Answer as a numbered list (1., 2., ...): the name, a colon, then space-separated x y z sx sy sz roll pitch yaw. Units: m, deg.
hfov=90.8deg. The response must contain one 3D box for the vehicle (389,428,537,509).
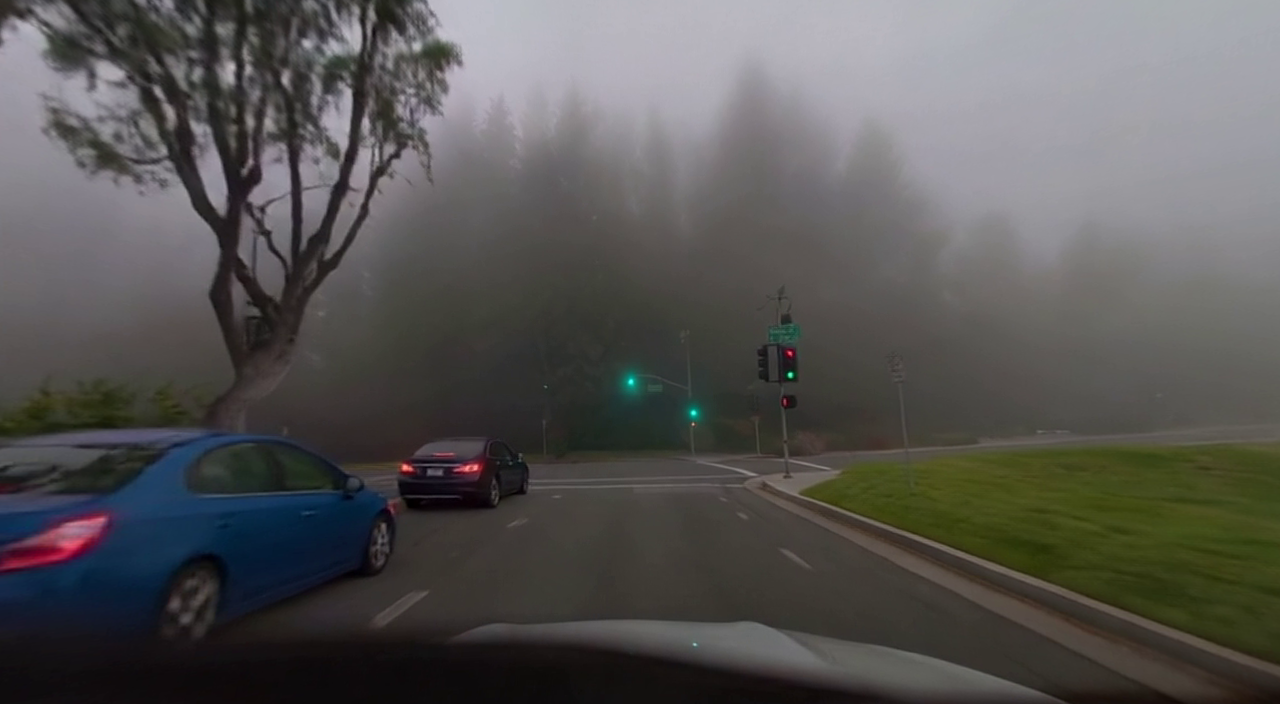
1. vehicle: -3.720 2.538 14.228 1.980 1.508 4.502 0 -9 0

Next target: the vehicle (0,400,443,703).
1. vehicle: -3.461 1.332 5.408 2.038 1.486 4.678 0 -9 0
